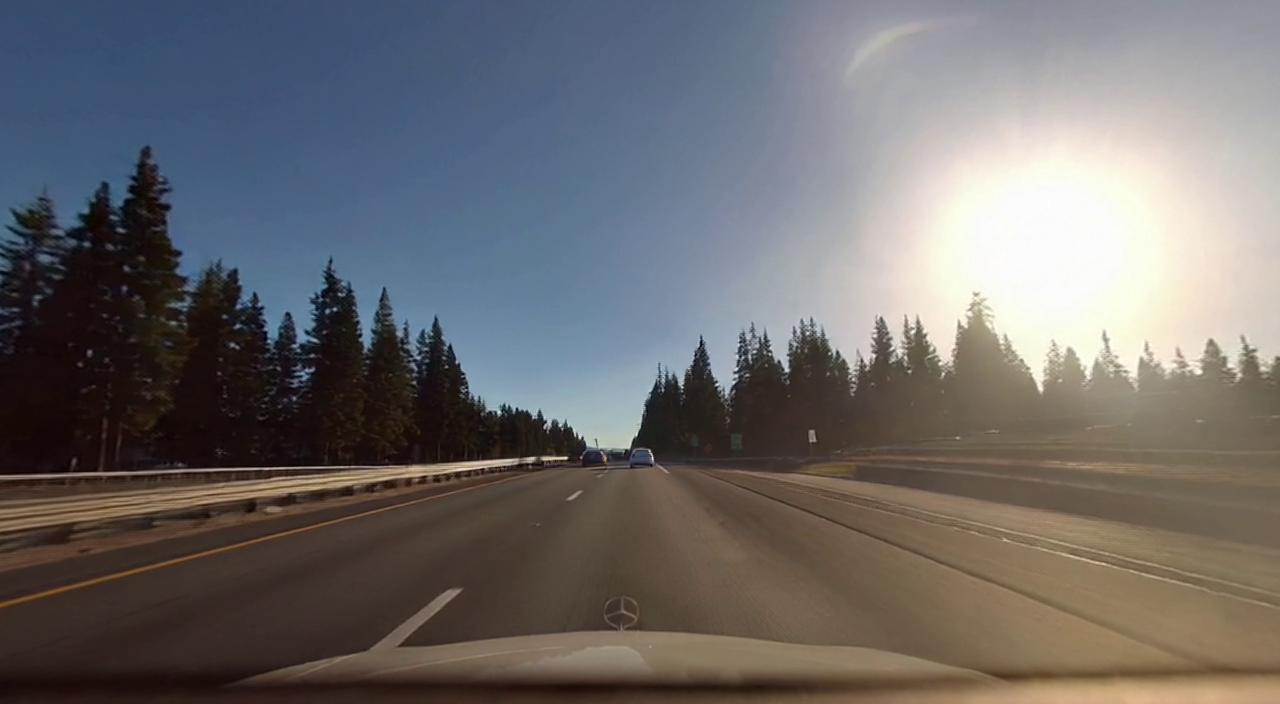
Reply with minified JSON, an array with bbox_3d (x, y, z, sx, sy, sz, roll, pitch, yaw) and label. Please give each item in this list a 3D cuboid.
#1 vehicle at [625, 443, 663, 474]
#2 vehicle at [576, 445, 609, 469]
[{"bbox_3d":[0.226,6.141,36.412,2.130,1.684,3.826,0,-9,0],"label":"vehicle"},{"bbox_3d":[-3.576,8.047,48.421,2.130,1.741,4.665,0,-9,1],"label":"vehicle"}]
